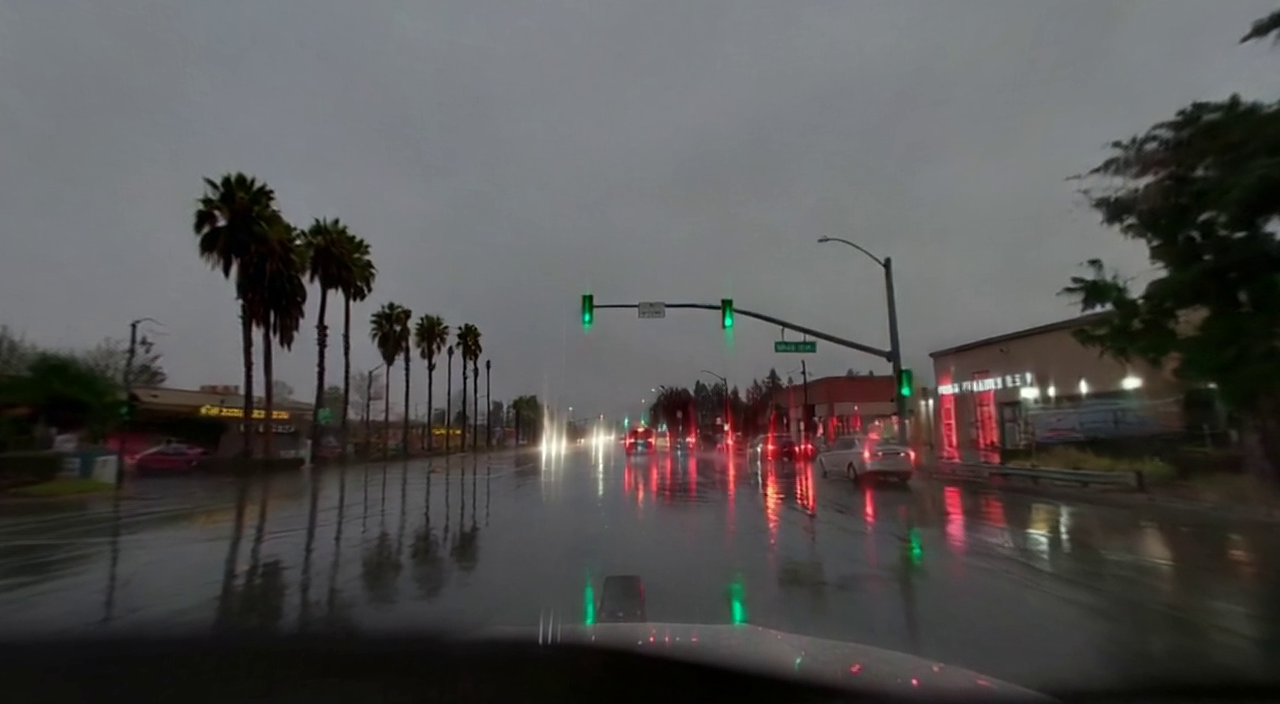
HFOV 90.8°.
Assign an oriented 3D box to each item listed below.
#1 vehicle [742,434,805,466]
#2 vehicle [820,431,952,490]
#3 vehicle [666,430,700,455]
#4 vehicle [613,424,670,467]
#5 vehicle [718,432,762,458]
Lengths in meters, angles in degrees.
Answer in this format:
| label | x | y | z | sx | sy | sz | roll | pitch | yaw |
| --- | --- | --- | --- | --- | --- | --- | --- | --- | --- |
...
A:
| label | x | y | z | sx | sy | sz | roll | pitch | yaw |
| --- | --- | --- | --- | --- | --- | --- | --- | --- | --- |
| vehicle | 6.653 | 4.944 | 32.093 | 2.038 | 1.476 | 5.032 | 0 | -8 | -1 |
| vehicle | 6.823 | 3.060 | 18.133 | 1.902 | 1.461 | 4.428 | 0 | -8 | -1 |
| vehicle | 3.285 | 7.039 | 49.067 | 2.187 | 1.777 | 4.444 | 0 | -8 | -2 |
| vehicle | 0.028 | 4.316 | 29.157 | 2.428 | 1.816 | 4.959 | 0 | -8 | -1 |
| vehicle | 6.733 | 6.304 | 42.870 | 2.100 | 1.675 | 4.536 | 0 | -8 | -2 |
